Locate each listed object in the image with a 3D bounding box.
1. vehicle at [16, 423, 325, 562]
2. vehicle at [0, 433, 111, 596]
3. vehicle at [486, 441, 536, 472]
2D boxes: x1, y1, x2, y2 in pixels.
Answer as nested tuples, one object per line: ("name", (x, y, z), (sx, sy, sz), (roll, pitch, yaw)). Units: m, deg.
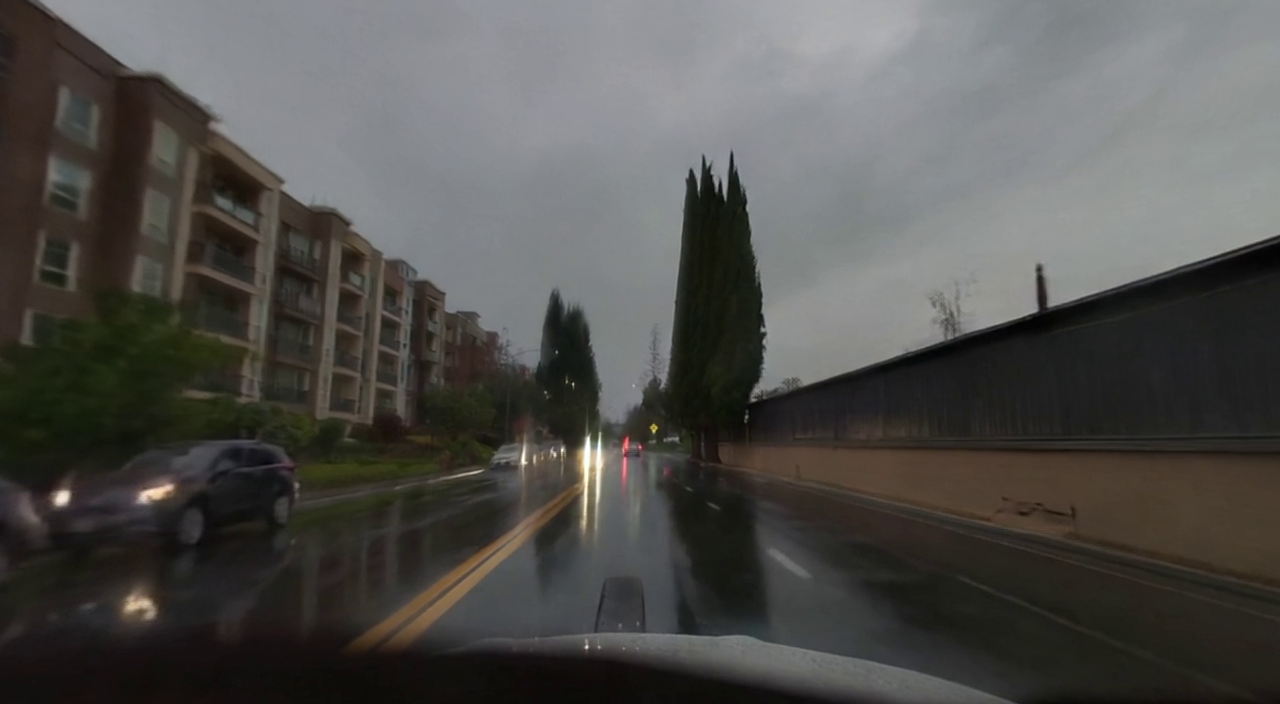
("vehicle", (-6.871, 2.034, 9.908), (1.878, 1.658, 3.827), (2, -8, -1))
("vehicle", (-6.817, 1.344, 4.818), (1.773, 1.466, 4.407), (3, -8, -1))
("vehicle", (-7.376, 6.023, 36.561), (1.913, 1.560, 4.513), (2, -9, 0))
